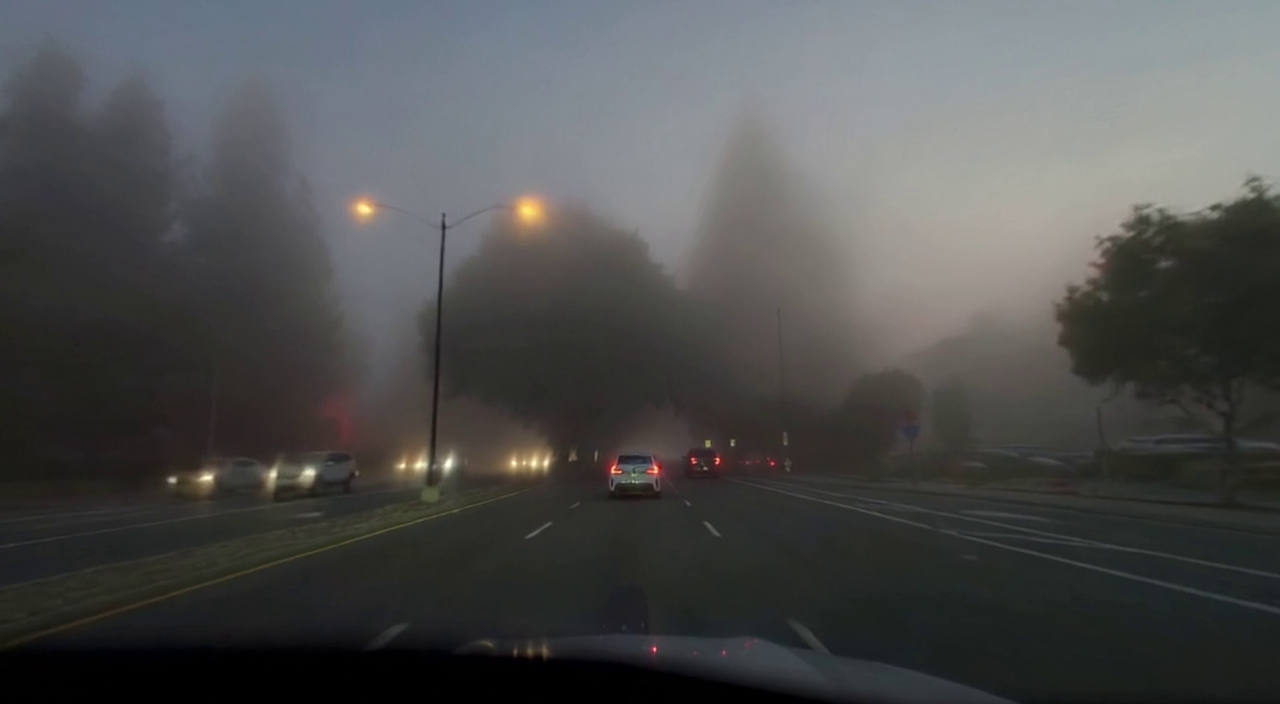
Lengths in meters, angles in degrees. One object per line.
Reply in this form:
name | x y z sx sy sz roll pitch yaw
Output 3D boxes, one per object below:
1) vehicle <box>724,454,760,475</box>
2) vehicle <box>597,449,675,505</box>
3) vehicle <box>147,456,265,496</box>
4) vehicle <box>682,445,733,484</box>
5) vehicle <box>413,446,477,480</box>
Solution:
vehicle | 7.836 8.677 48.745 1.980 1.497 4.345 0 -9 0
vehicle | -0.117 3.751 19.378 2.140 1.474 4.026 0 -9 0
vehicle | -18.373 5.237 26.993 1.928 1.491 4.316 0 -9 1
vehicle | 3.284 5.562 31.537 2.073 1.822 4.276 0 -9 0
vehicle | -11.655 6.619 37.983 2.370 1.892 4.343 0 -9 1
